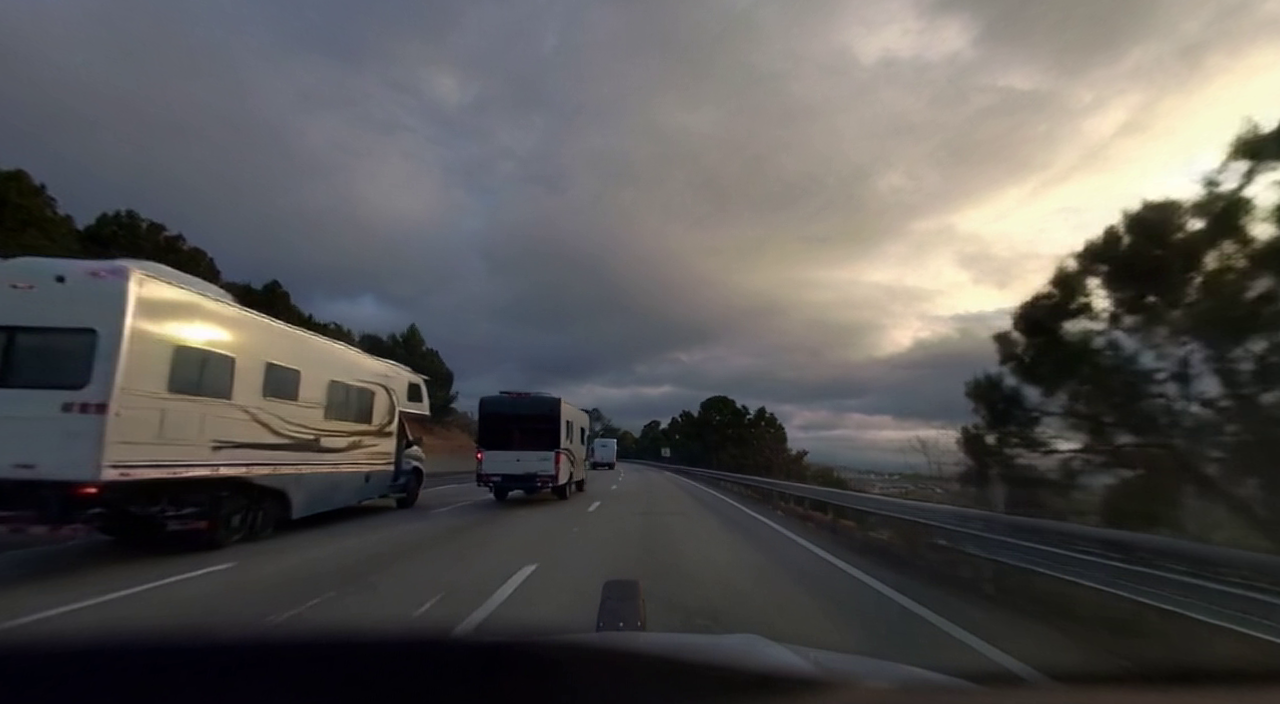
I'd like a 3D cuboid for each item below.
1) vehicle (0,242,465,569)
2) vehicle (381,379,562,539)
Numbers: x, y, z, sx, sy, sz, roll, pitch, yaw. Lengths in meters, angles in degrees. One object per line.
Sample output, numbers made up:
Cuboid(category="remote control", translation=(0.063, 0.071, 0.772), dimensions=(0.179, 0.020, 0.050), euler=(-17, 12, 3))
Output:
Cuboid(category="vehicle", translation=(-7.631, 1.687, 14.885), dimensions=(2.929, 4.010, 14.446), euler=(0, -9, 0))
Cuboid(category="vehicle", translation=(-2.974, 2.025, 12.206), dimensions=(2.331, 2.583, 3.743), euler=(-1, -9, 2))
